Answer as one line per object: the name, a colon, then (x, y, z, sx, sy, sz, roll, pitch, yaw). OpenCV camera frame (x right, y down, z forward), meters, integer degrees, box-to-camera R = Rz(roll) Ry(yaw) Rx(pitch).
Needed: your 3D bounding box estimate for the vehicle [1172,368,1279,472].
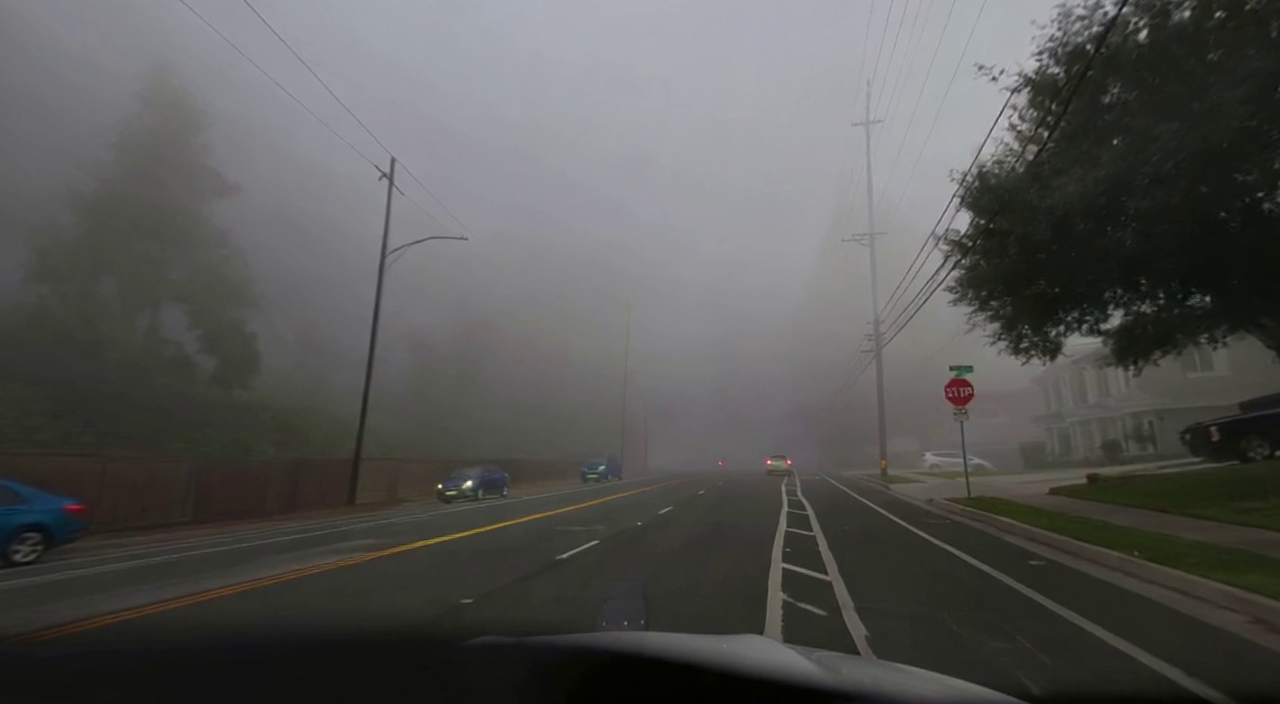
vehicle: (17.313, 1.859, 16.991, 1.926, 2.031, 5.177, 0, -18, 9)

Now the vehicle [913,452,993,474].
vehicle: (22.221, 7.886, 44.895, 4.648, 1.511, 1.919, -2, -9, 11)

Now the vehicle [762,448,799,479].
vehicle: (9.321, 7.319, 41.733, 2.284, 1.741, 4.702, 0, -7, 13)

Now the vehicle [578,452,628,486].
vehicle: (-2.429, 7.819, 42.452, 1.998, 2.047, 5.167, -2, -9, 12)

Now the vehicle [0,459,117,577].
vehicle: (-10.524, 2.388, 8.788, 1.966, 1.665, 4.549, -2, -9, 14)

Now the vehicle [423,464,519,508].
vehicle: (-6.721, 5.381, 25.671, 1.965, 1.455, 4.472, -2, -9, 11)
